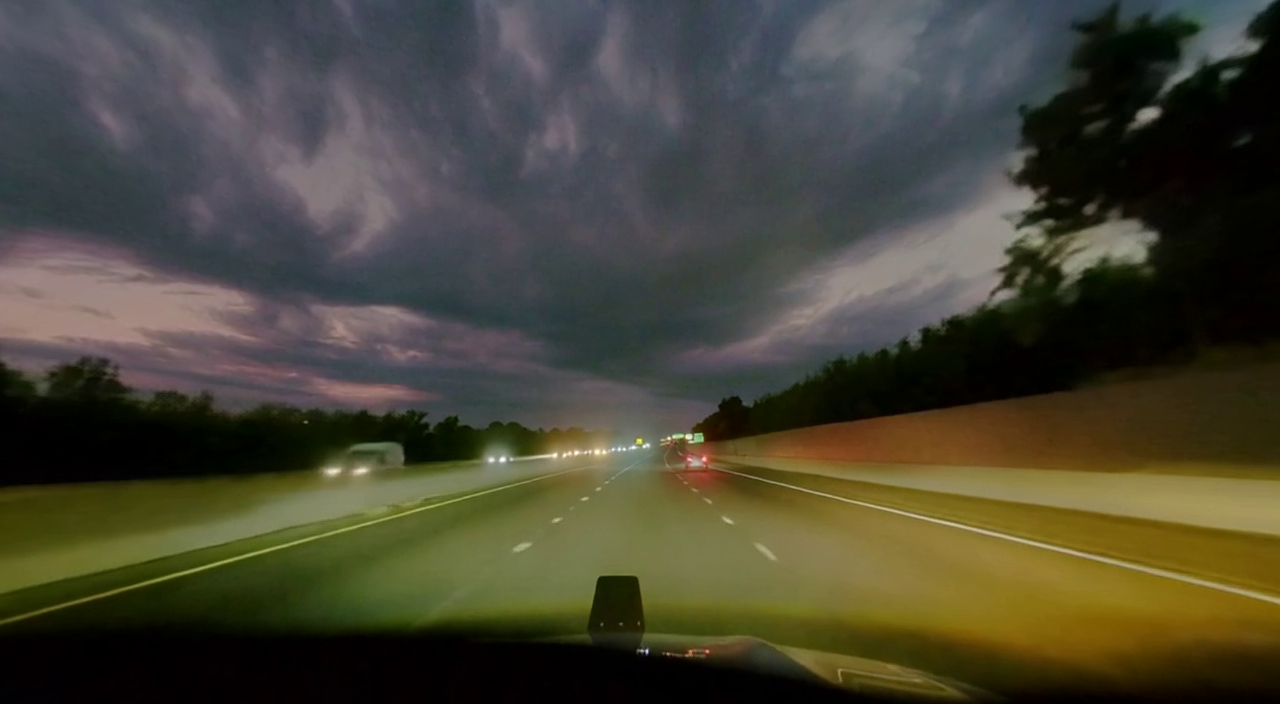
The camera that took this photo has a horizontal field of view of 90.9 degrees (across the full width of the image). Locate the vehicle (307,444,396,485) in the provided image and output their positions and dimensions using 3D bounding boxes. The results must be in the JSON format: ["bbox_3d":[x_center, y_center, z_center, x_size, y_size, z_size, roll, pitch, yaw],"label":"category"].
[{"bbox_3d":[-13.901,5.443,30.717,1.971,1.813,4.743,0,-9,1],"label":"vehicle"}]

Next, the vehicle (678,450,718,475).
[{"bbox_3d":[3.429,6.663,38.126,2.065,1.400,4.028,0,-9,0],"label":"vehicle"}]
